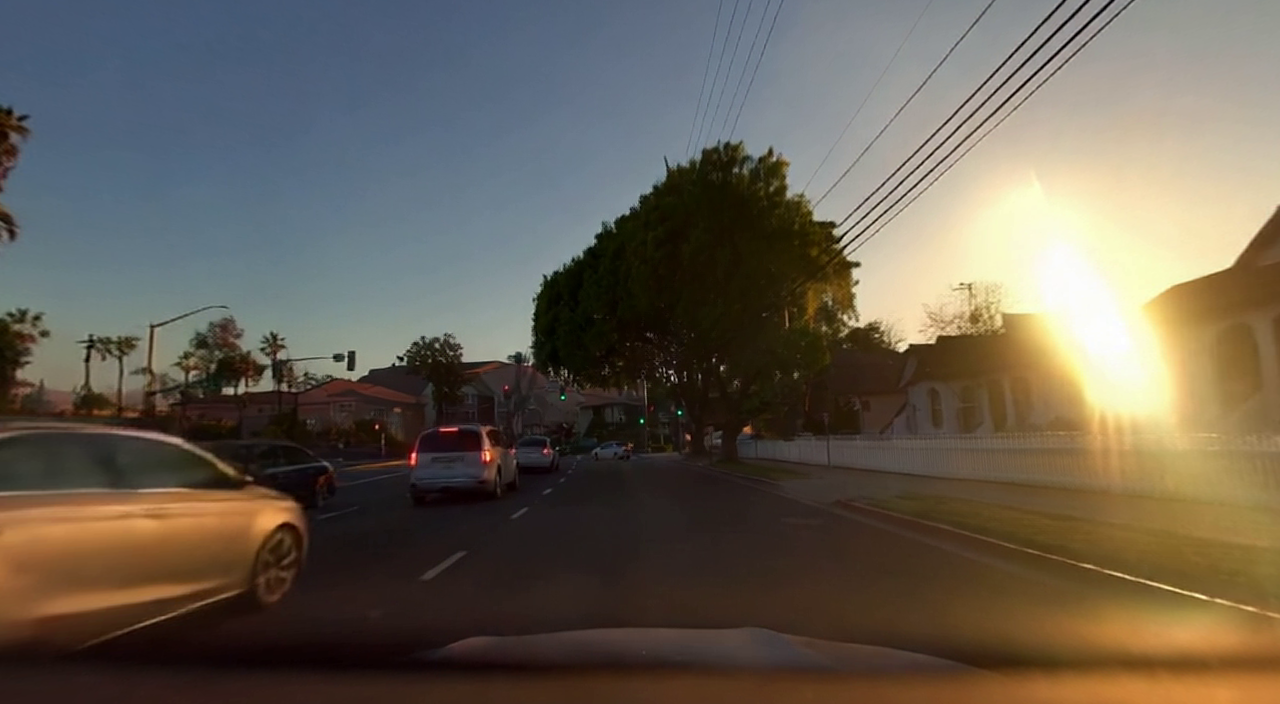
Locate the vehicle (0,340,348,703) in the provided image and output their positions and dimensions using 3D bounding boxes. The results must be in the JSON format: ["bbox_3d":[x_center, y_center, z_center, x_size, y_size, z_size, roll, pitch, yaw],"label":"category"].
[{"bbox_3d":[-3.629,0.851,2.975,2.181,1.636,4.504,-1,-8,2],"label":"vehicle"}]

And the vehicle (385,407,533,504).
[{"bbox_3d":[-4.021,2.407,15.073,2.144,1.877,4.899,-1,-8,-1],"label":"vehicle"}]

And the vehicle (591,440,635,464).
[{"bbox_3d":[-1.561,5.475,34.830,2.131,1.222,3.868,0,-8,-7],"label":"vehicle"}]
